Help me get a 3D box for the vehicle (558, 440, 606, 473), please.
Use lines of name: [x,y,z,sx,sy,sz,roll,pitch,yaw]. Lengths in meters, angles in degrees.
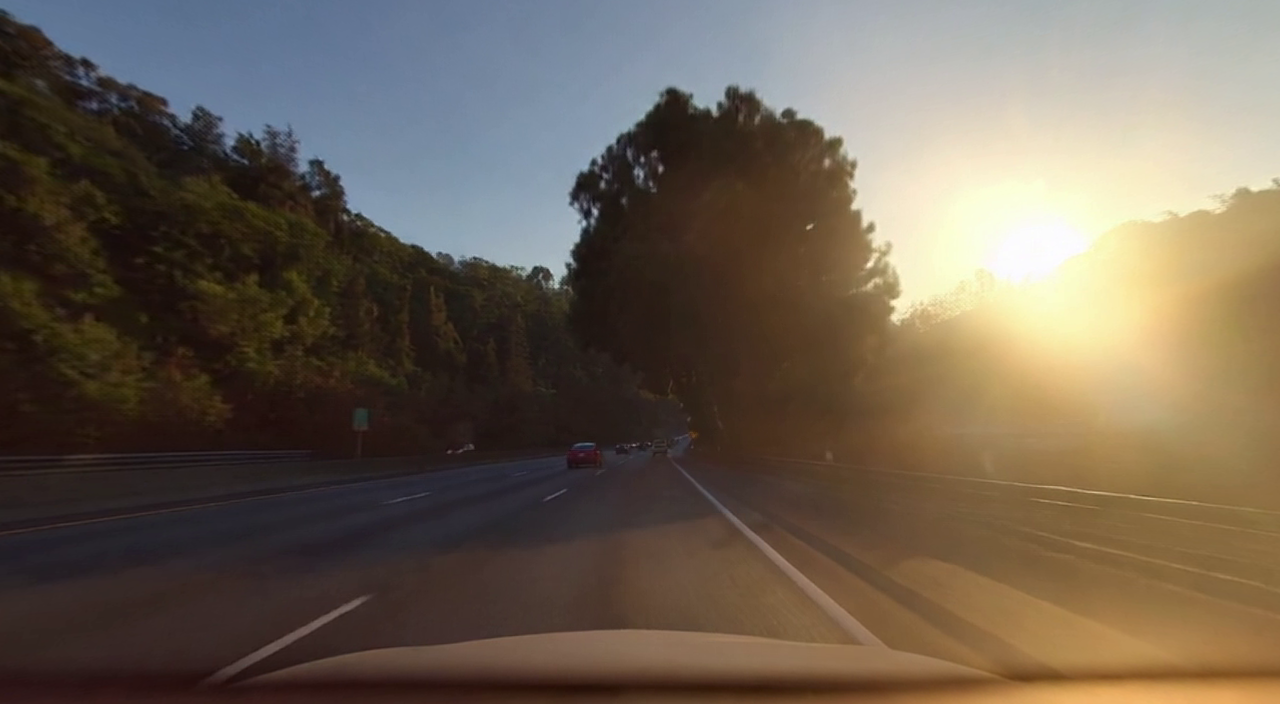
vehicle: [-2.923,5.356,32.534,2.015,1.561,4.469,0,-8,0]
